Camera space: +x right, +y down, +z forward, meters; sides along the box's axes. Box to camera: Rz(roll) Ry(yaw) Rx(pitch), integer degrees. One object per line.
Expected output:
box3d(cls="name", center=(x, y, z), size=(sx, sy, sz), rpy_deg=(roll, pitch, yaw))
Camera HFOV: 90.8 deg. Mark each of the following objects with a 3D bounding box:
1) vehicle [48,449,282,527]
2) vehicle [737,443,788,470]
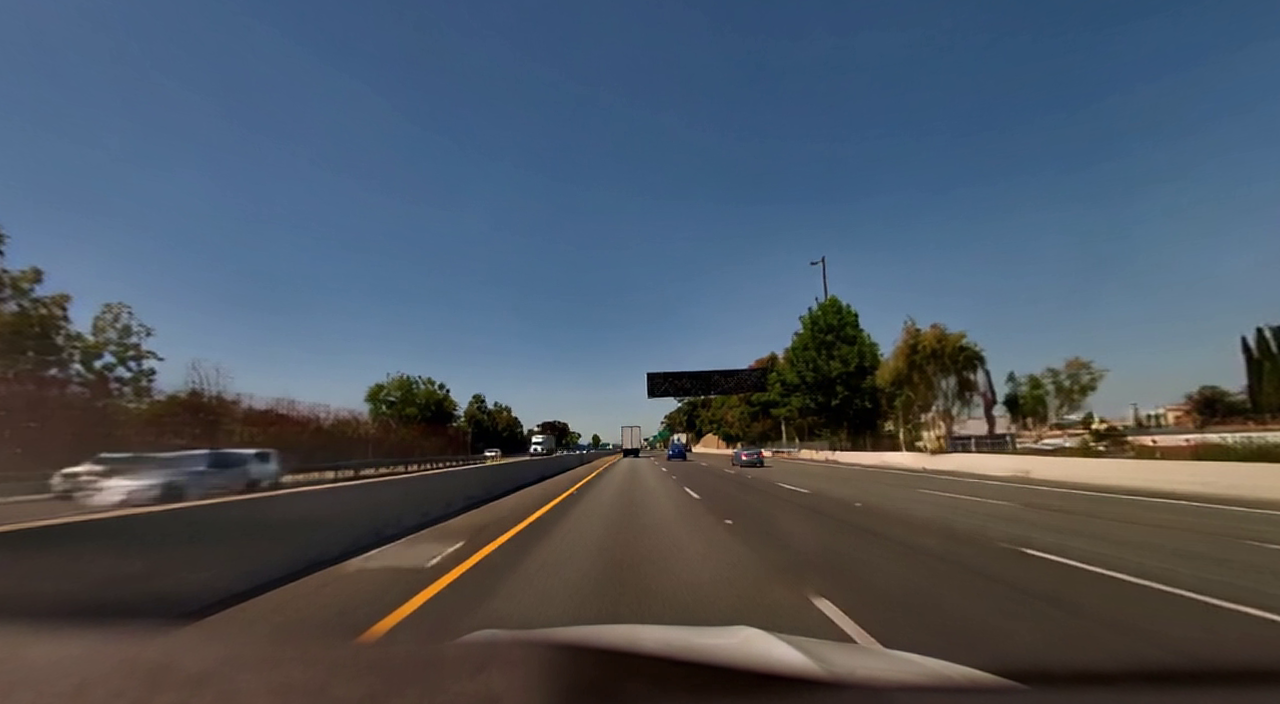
box3d(cls="vehicle", center=(-10.974, 3.126, 15.177), size=(2.125, 1.503, 4.530), rpy_deg=(0, -8, -1))
box3d(cls="vehicle", center=(6.948, 5.979, 36.315), size=(2.009, 1.456, 4.097), rpy_deg=(0, -9, -2))
